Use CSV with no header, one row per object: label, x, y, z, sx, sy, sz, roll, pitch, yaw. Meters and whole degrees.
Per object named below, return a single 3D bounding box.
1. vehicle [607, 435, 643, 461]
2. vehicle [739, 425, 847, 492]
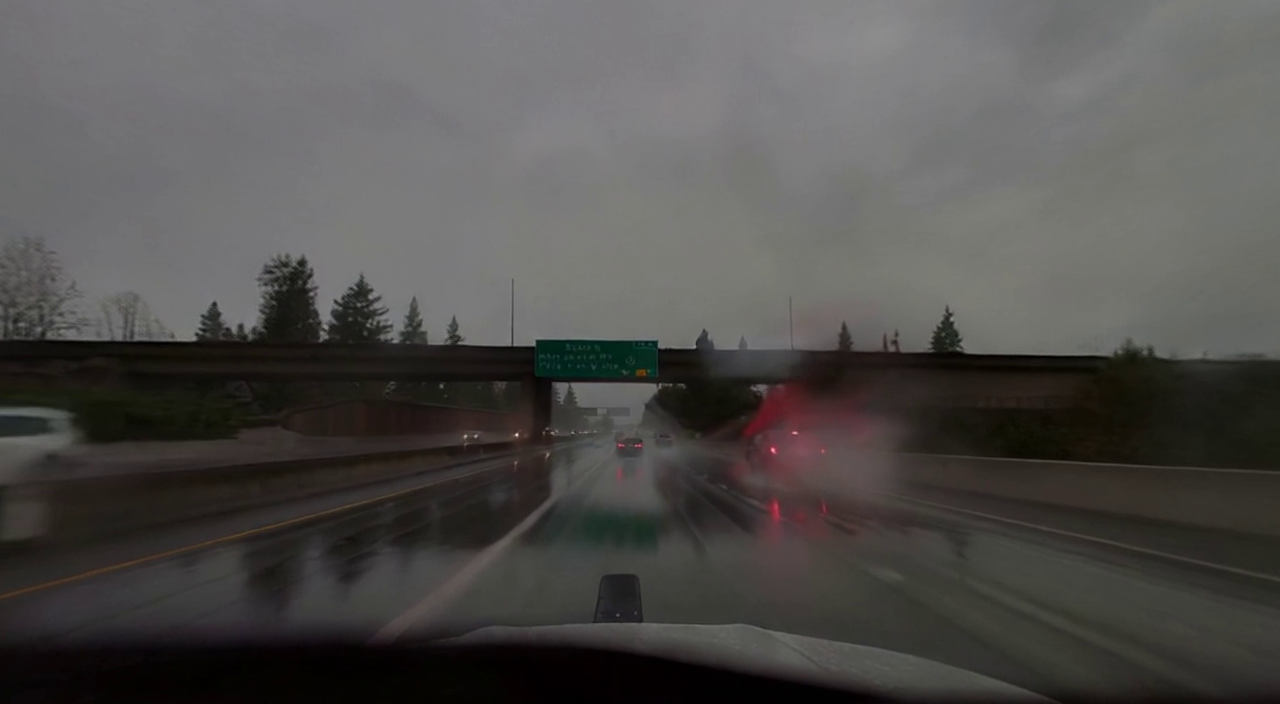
vehicle,-0.894,5.599,37.056,1.987,1.440,3.565,1,-8,-2
vehicle,4.009,2.846,17.188,1.892,1.600,3.782,1,-8,-2
